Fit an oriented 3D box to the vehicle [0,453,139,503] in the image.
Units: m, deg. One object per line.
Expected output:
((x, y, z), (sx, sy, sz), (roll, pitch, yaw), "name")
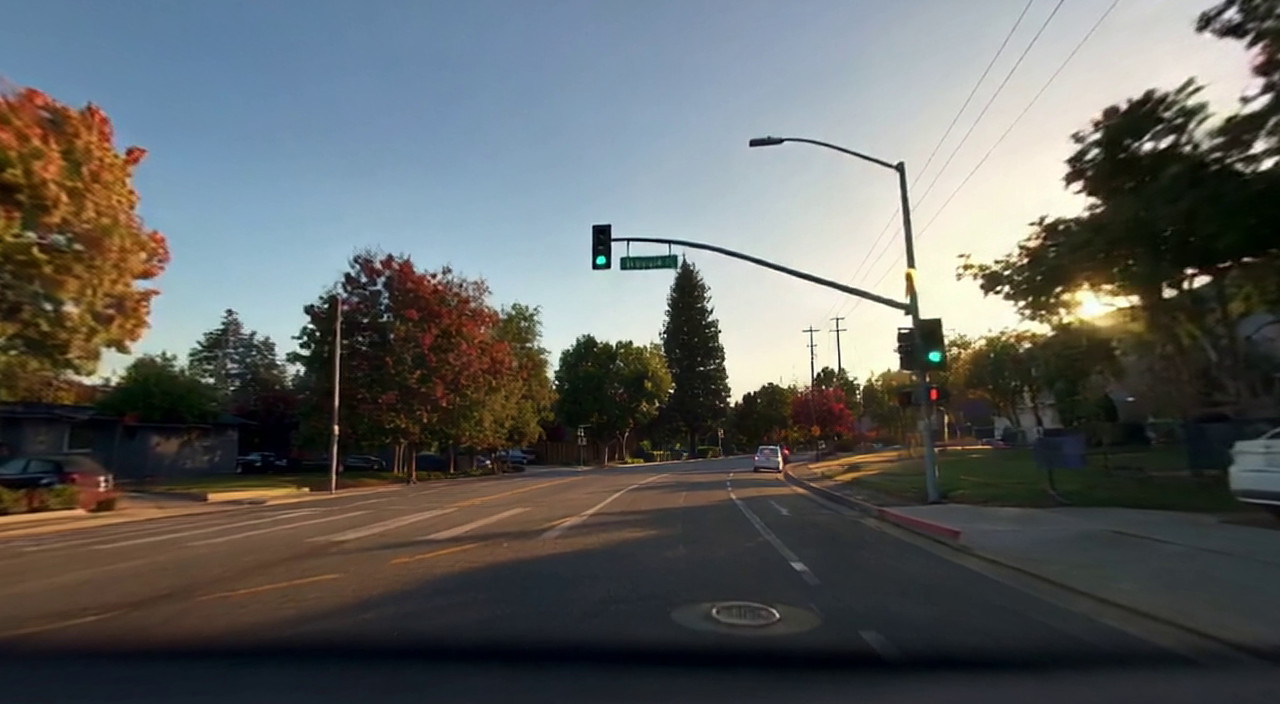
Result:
((-20.264, 4.352, 22.083), (4.028, 1.610, 1.881), (-1, -9, 7), "vehicle")

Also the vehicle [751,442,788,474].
((7.678, 6.251, 37.465), (1.989, 1.782, 4.351), (-2, -9, 12), "vehicle")

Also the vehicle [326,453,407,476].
((-18.229, 7.501, 42.165), (4.658, 1.482, 1.879), (-2, -9, 12), "vehicle")
